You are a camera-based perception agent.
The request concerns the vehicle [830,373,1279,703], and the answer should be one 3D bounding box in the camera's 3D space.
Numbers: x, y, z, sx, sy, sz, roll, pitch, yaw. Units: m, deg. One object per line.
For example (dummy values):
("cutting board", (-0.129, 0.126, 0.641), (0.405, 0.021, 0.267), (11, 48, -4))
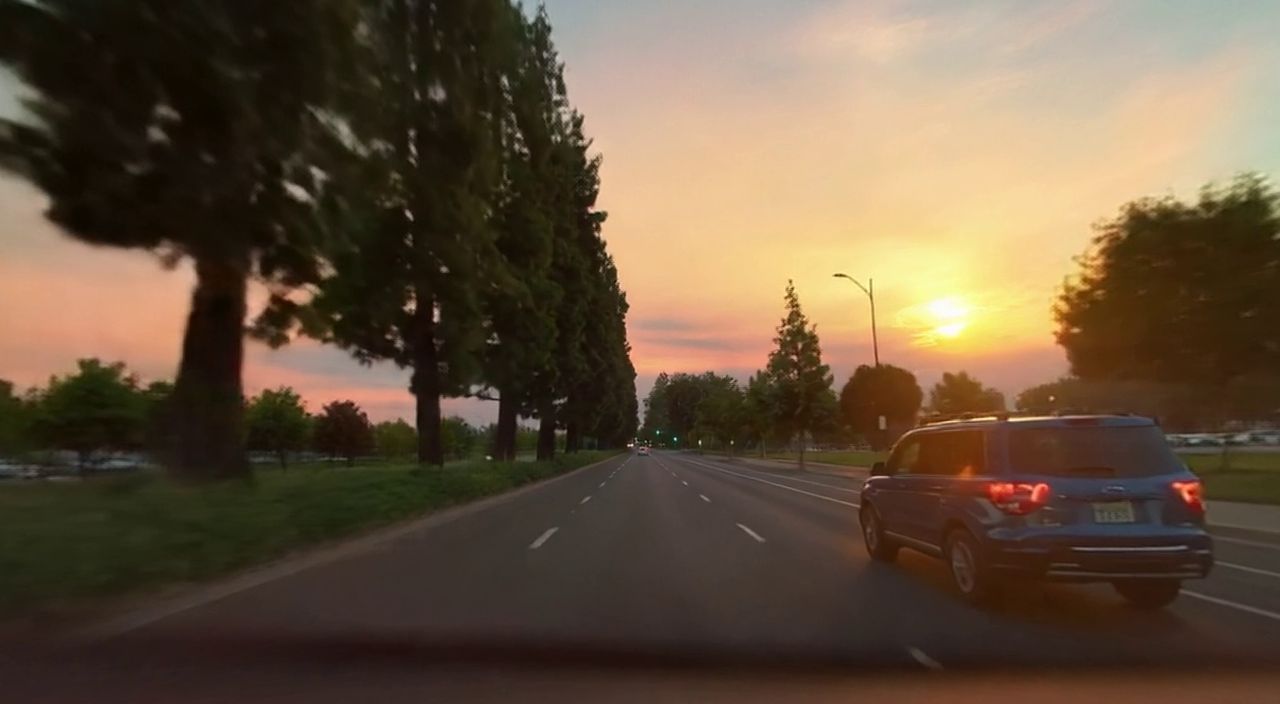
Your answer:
("vehicle", (3.612, 1.358, 5.841), (2.087, 1.759, 5.040), (0, -8, 0))
